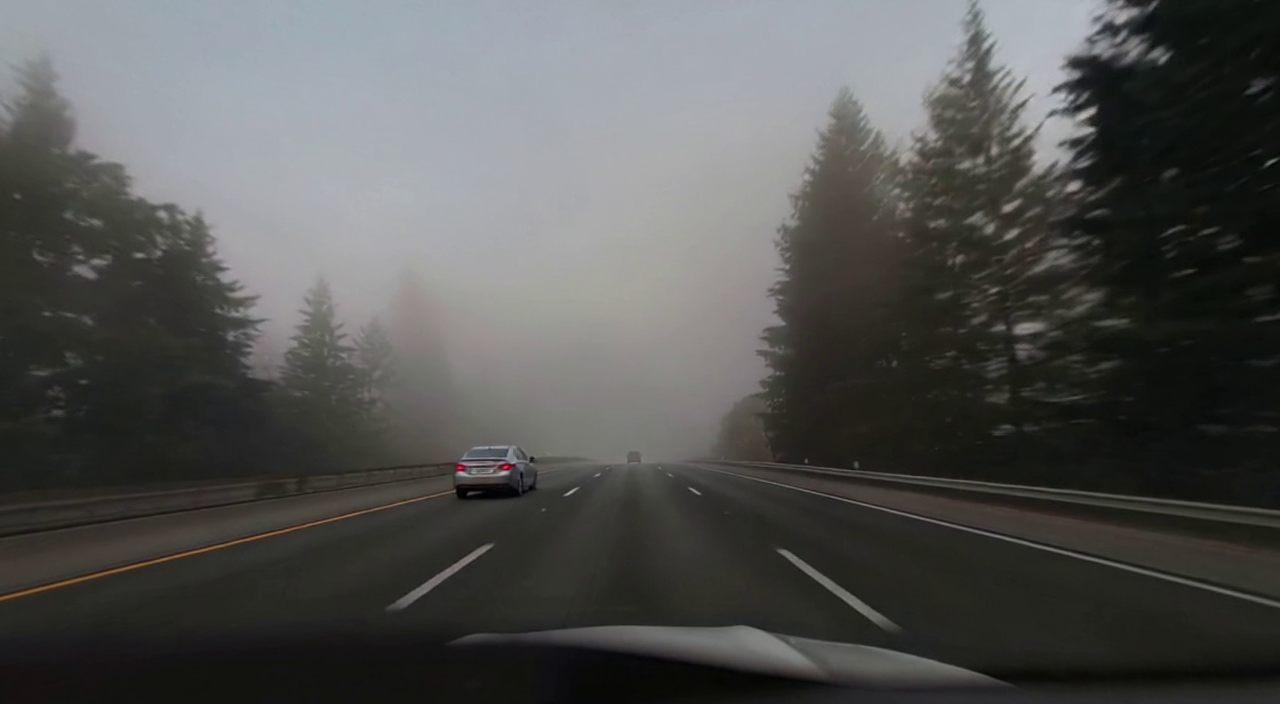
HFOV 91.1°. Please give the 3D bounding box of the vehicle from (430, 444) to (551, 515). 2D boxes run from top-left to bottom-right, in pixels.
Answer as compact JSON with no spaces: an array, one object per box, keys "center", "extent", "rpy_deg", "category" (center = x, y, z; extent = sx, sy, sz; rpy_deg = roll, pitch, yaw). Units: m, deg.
[{"center":[-3.484,3.031,15.448],"extent":[1.970,1.492,3.944],"rpy_deg":[0,-9,0],"category":"vehicle"}]
